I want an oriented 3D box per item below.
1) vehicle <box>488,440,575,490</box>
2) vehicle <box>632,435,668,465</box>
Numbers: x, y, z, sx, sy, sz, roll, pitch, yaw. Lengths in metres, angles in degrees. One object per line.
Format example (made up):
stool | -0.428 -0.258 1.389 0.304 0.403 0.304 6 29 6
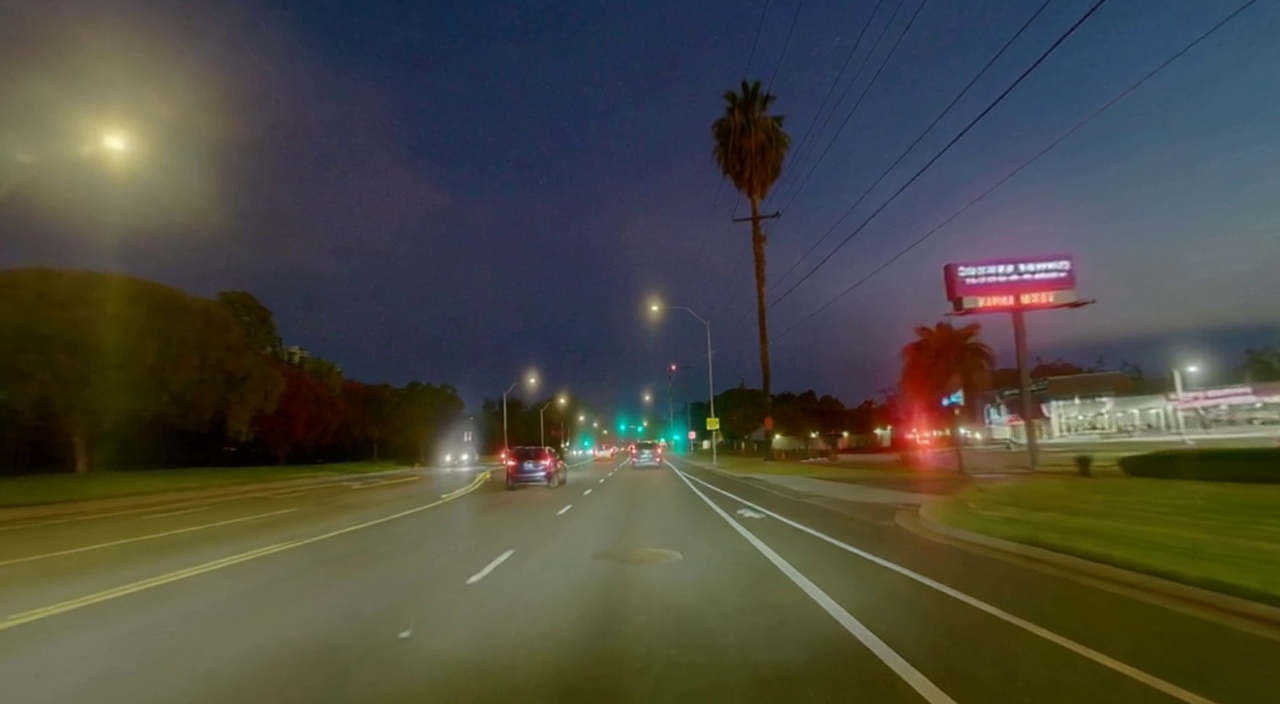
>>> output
vehicle | -3.402 3.627 20.558 1.982 1.451 4.152 0 -9 2
vehicle | 0.594 6.249 40.107 2.155 1.781 3.977 0 -9 0
